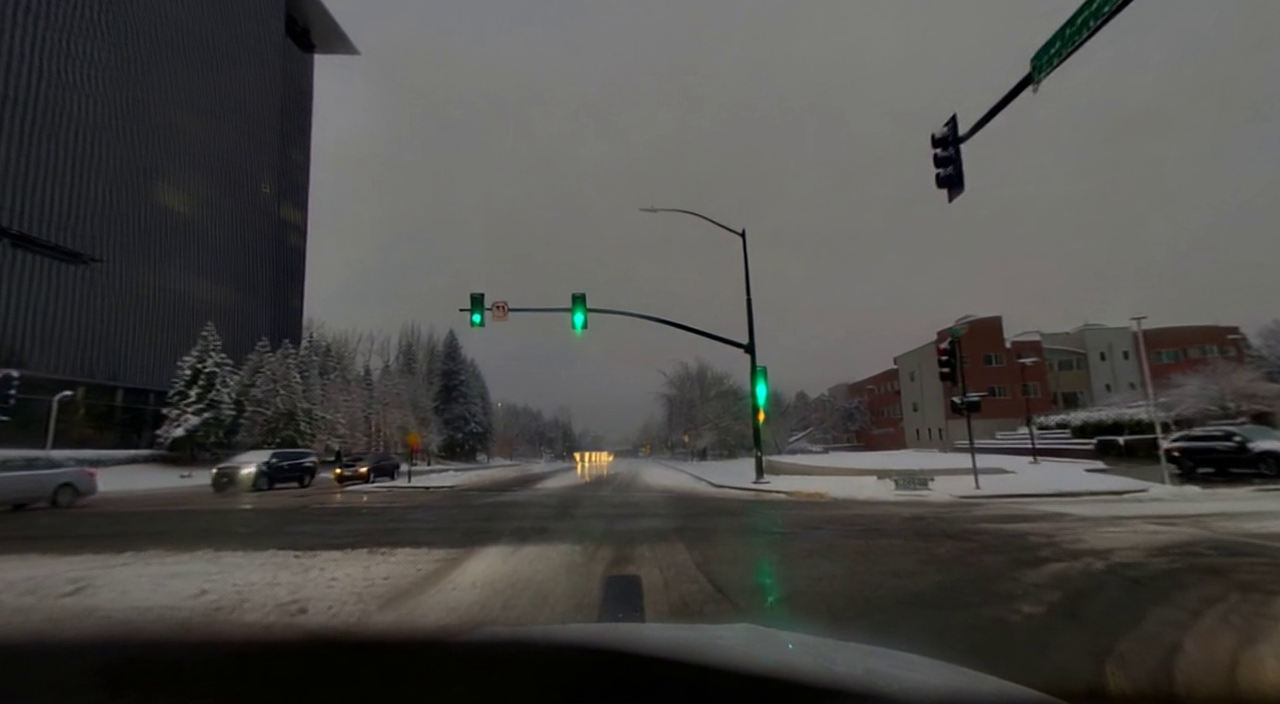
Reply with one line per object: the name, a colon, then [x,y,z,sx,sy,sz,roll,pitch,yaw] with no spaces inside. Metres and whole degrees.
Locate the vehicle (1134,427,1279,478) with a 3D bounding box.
vehicle: [19.074,3.304,20.796,1.834,1.480,4.458,1,-9,-1]

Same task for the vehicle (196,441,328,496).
vehicle: [-14.846,4.569,25.177,2.091,1.915,5.040,0,-9,0]

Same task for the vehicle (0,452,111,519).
vehicle: [-15.187,3.088,14.678,1.790,1.437,4.349,0,-9,2]

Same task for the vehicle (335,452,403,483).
vehicle: [-15.109,6.434,35.336,1.932,1.605,4.146,0,-9,0]
